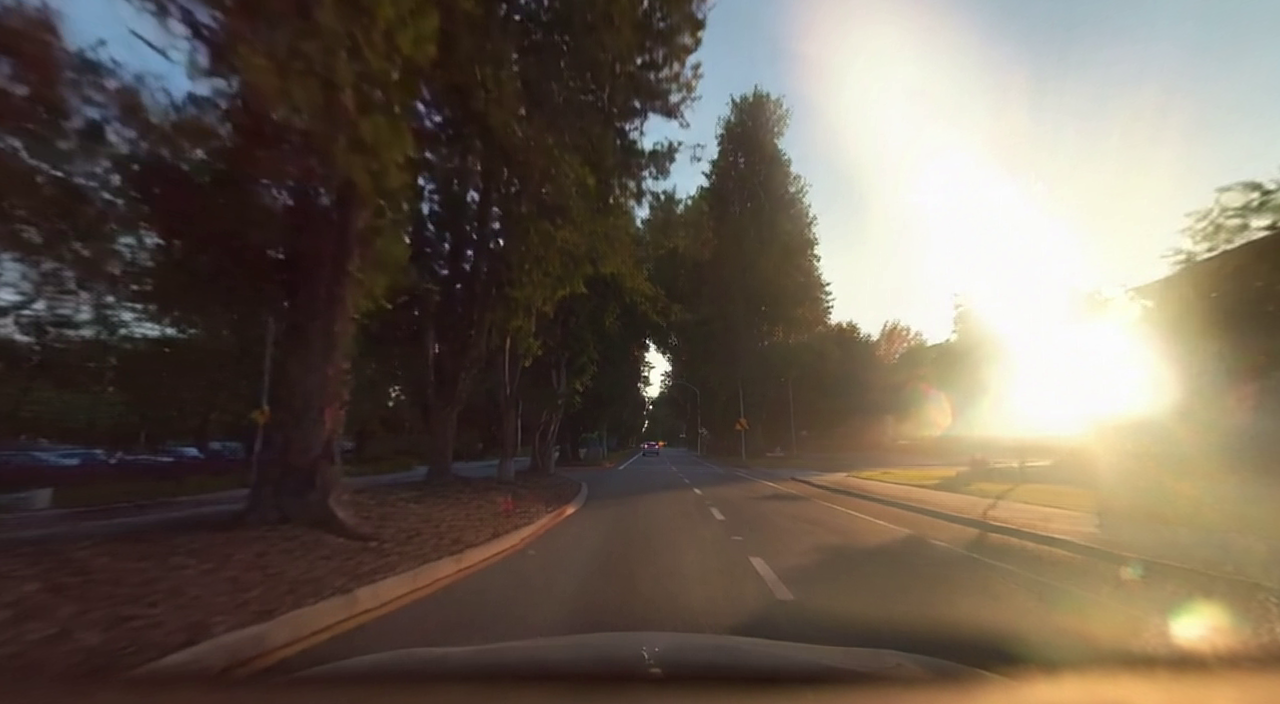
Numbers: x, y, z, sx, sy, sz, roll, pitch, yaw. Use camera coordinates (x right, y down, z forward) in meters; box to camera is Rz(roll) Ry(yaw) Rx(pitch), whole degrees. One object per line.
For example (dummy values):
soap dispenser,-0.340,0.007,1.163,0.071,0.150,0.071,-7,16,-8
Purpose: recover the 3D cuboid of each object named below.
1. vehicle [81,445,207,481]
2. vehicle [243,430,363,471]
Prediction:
vehicle,-22.782,5.071,29.073,4.140,1.556,1.995,0,-8,2
vehicle,-22.668,6.648,42.689,6.364,2.595,2.828,1,-9,-2
